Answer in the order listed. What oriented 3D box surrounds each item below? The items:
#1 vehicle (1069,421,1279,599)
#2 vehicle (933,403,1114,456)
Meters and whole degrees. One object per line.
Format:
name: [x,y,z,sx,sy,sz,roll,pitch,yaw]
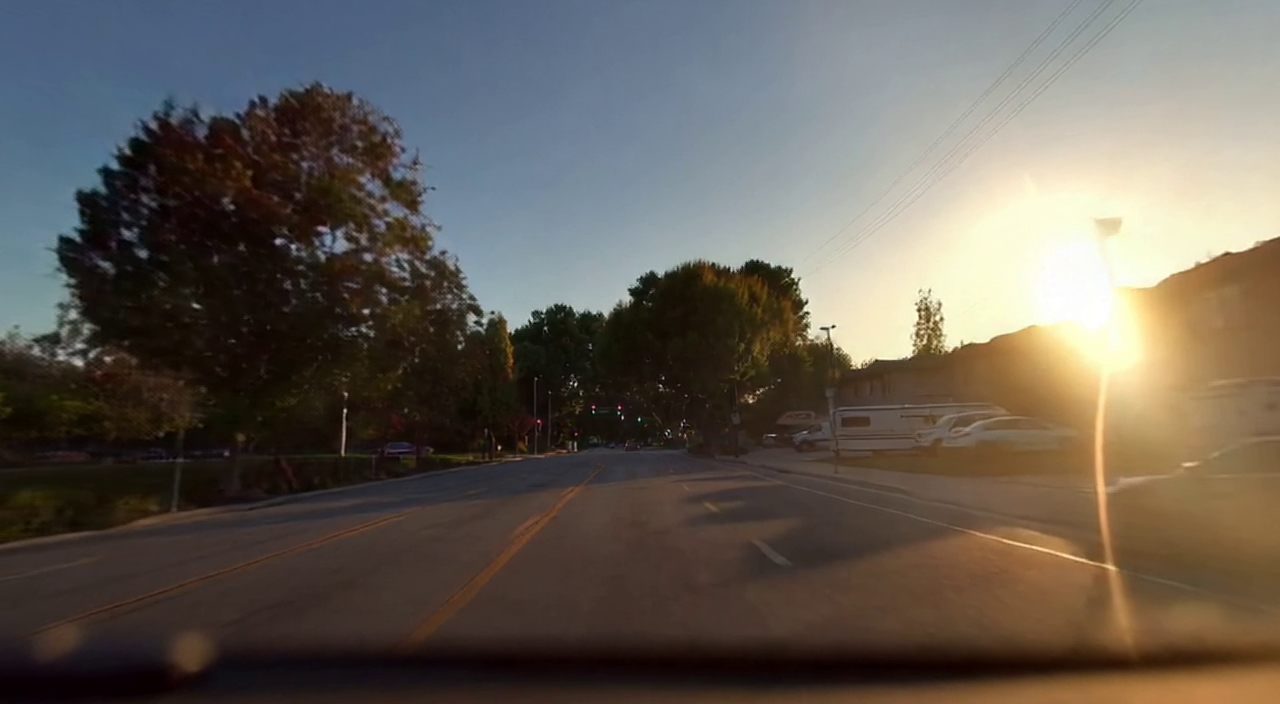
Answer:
vehicle: [6.287,1.338,5.441,1.993,1.461,4.269,1,-9,-4]
vehicle: [15.639,3.205,26.025,5.979,2.037,2.159,0,-9,0]
